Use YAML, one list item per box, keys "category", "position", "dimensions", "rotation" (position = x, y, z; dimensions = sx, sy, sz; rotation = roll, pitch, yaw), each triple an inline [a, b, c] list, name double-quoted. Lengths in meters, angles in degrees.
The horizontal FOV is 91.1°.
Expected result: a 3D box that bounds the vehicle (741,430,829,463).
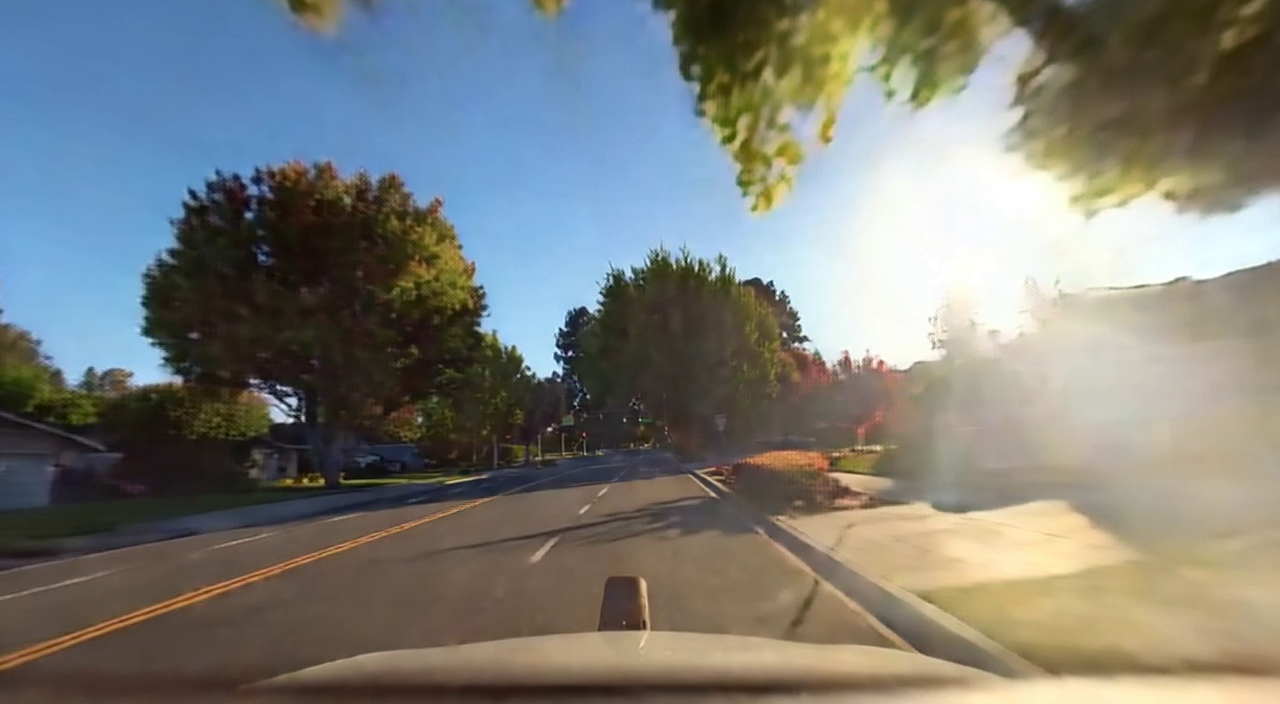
- category: "vehicle"
  position: [8.466, 5.523, 36.766]
  dimensions: [4.636, 1.823, 1.997]
  rotation: [3, -9, -18]
